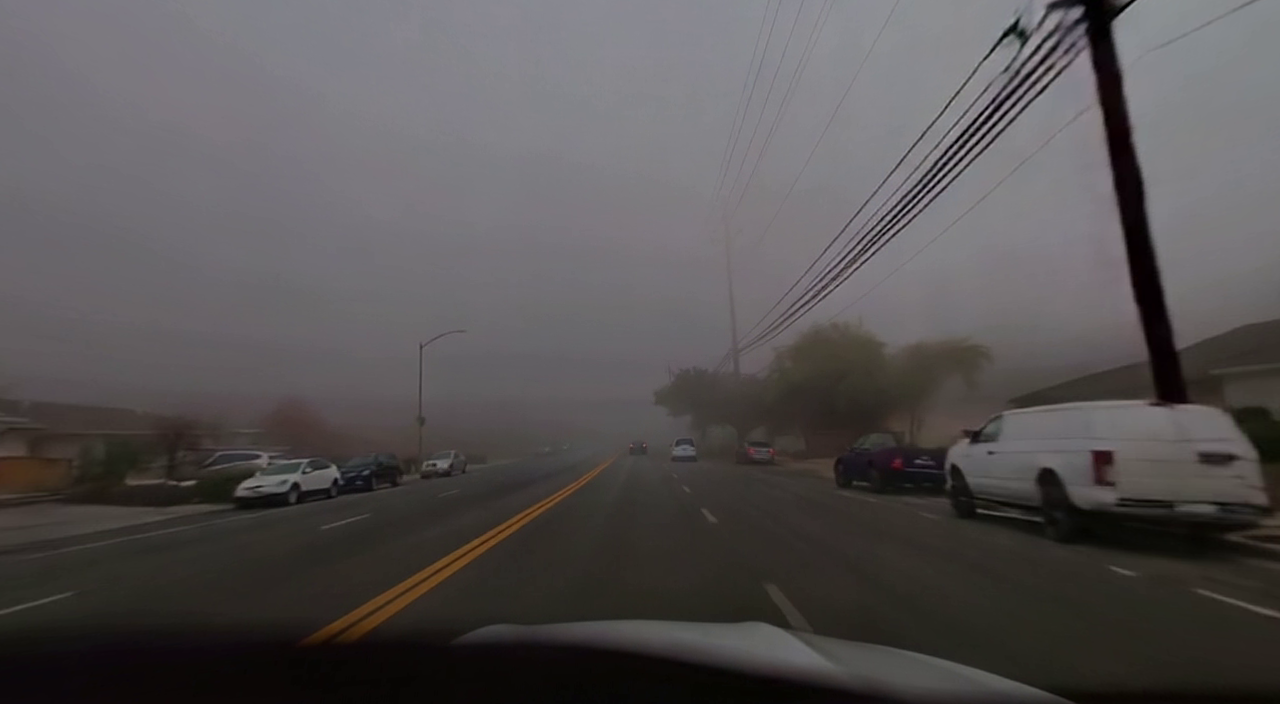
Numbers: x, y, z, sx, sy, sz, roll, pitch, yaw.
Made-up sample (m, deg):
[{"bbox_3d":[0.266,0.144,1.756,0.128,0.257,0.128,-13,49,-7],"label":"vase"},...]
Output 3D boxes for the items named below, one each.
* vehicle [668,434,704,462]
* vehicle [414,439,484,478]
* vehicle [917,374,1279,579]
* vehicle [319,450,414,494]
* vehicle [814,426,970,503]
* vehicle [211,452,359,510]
[{"bbox_3d":[3.046,6.506,42.925,2.070,1.765,4.731,0,-8,-1],"label":"vehicle"},{"bbox_3d":[-10.462,5.830,34.867,2.258,1.846,4.843,-3,-8,1],"label":"vehicle"},{"bbox_3d":[6.439,1.652,9.258,2.274,2.090,5.465,0,-8,1],"label":"vehicle"},{"bbox_3d":[-10.584,4.636,24.750,1.800,1.472,4.359,0,-8,-1],"label":"vehicle"},{"bbox_3d":[6.285,2.855,16.481,2.079,1.697,4.753,0,-8,0],"label":"vehicle"},{"bbox_3d":[-10.596,3.841,19.259,2.098,1.503,4.113,0,-8,0],"label":"vehicle"}]
